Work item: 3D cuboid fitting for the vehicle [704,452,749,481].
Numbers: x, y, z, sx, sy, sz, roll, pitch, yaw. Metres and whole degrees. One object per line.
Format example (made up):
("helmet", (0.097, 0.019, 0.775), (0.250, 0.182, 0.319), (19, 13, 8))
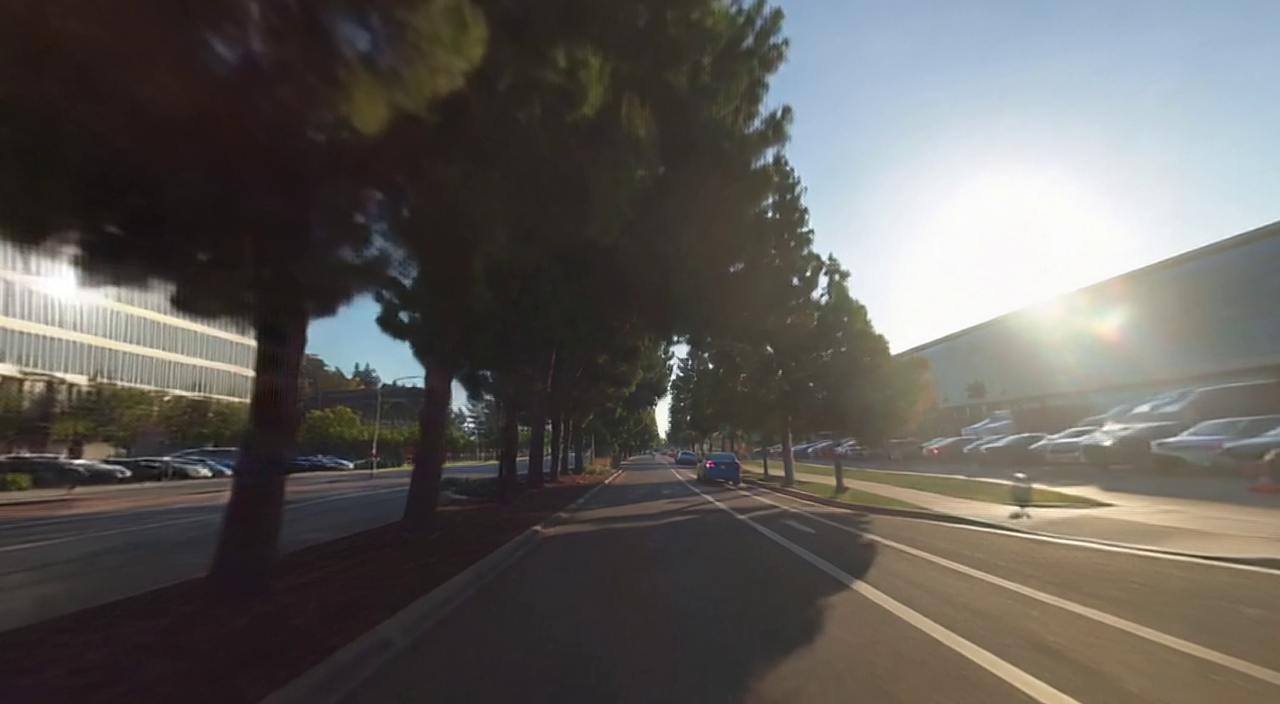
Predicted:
("vehicle", (4.856, 6.504, 36.072), (1.909, 1.503, 4.368), (0, -8, 0))
